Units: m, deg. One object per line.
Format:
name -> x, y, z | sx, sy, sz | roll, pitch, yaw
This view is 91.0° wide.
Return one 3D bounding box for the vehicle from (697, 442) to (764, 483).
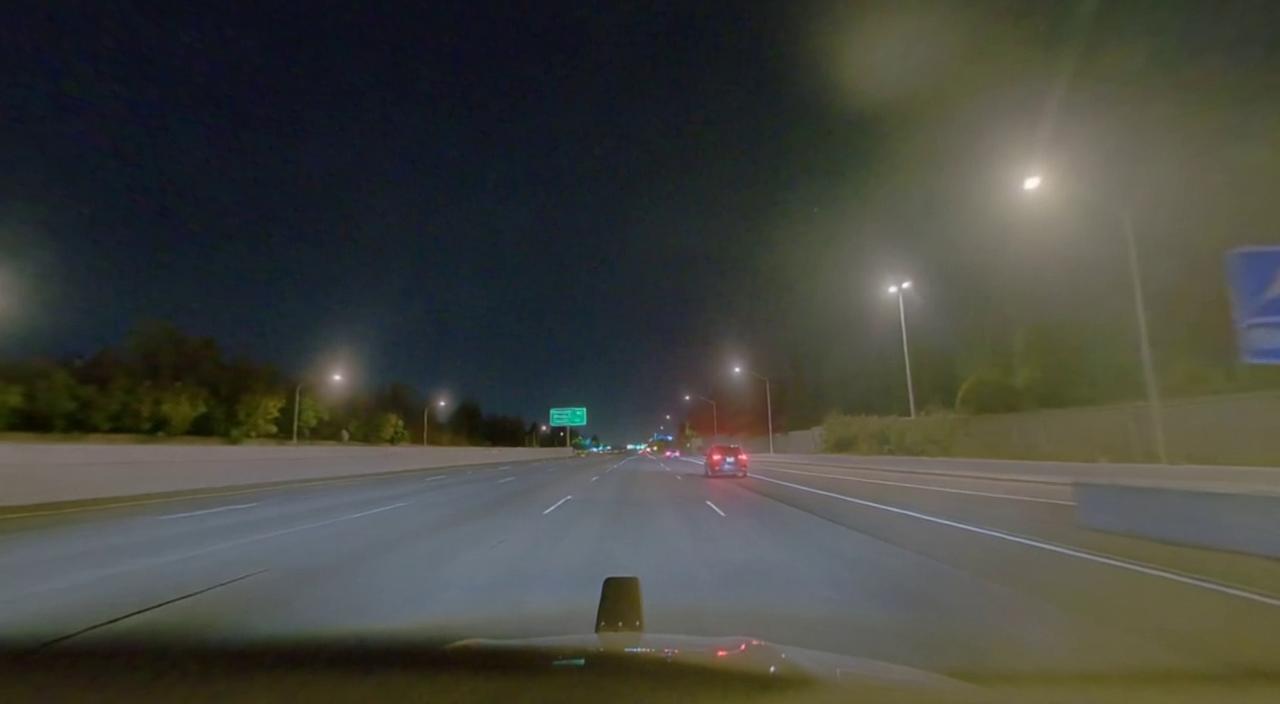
vehicle -> 3.547, 4.438, 25.495 | 2.033, 1.501, 4.398 | 0, -9, -1
